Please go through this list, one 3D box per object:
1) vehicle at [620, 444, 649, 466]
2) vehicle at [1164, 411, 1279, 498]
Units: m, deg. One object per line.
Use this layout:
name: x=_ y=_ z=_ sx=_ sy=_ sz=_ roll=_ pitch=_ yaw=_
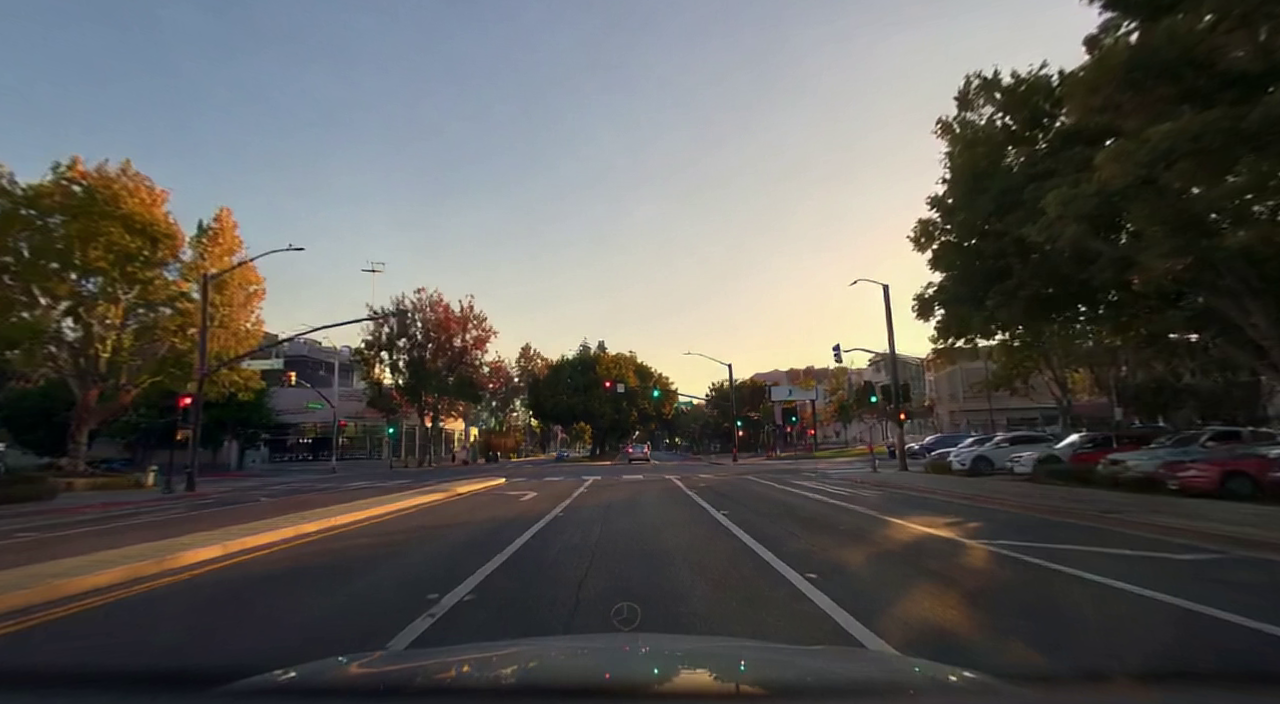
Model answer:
vehicle: x=-0.422 y=7.575 z=46.526 sx=2.045 sy=1.510 sz=3.690 roll=0 pitch=-9 yaw=-1
vehicle: x=13.817 y=1.980 z=12.292 sx=5.008 sy=1.603 sz=2.082 roll=-3 pitch=-9 yaw=17
